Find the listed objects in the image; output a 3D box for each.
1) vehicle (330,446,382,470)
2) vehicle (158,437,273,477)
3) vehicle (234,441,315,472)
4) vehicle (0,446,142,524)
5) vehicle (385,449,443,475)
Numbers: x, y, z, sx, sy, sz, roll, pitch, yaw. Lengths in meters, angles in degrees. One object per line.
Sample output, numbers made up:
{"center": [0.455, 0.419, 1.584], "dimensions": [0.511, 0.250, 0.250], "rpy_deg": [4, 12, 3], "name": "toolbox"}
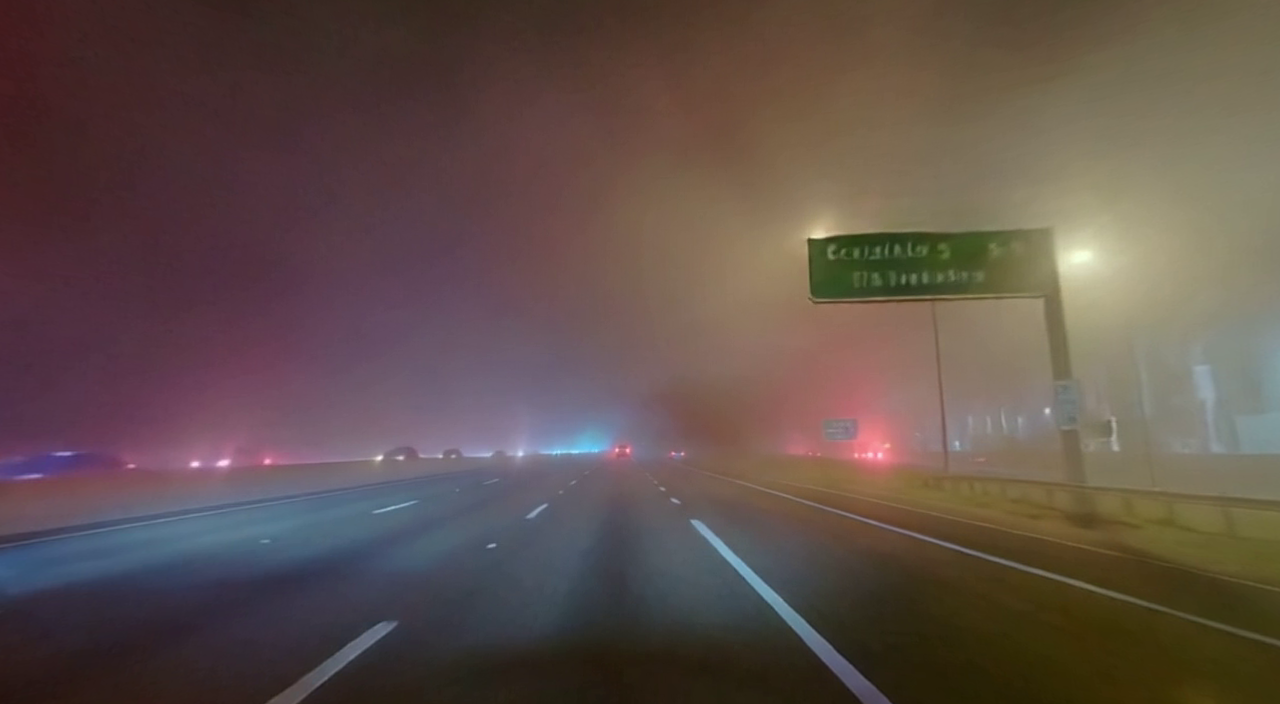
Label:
{"center": [-20.437, 7.607, 45.643], "dimensions": [1.936, 1.607, 4.160], "rpy_deg": [0, -9, -2], "name": "vehicle"}
{"center": [-23.319, 5.769, 35.098], "dimensions": [2.290, 1.994, 6.114], "rpy_deg": [0, -9, -2], "name": "vehicle"}
{"center": [-23.574, 6.747, 41.063], "dimensions": [2.336, 1.904, 5.050], "rpy_deg": [0, -9, -2], "name": "vehicle"}
{"center": [-12.972, 2.645, 12.831], "dimensions": [1.969, 1.441, 4.622], "rpy_deg": [0, -9, -1], "name": "vehicle"}
{"center": [-13.406, 6.533, 37.724], "dimensions": [1.881, 1.427, 4.211], "rpy_deg": [0, -9, 0], "name": "vehicle"}
